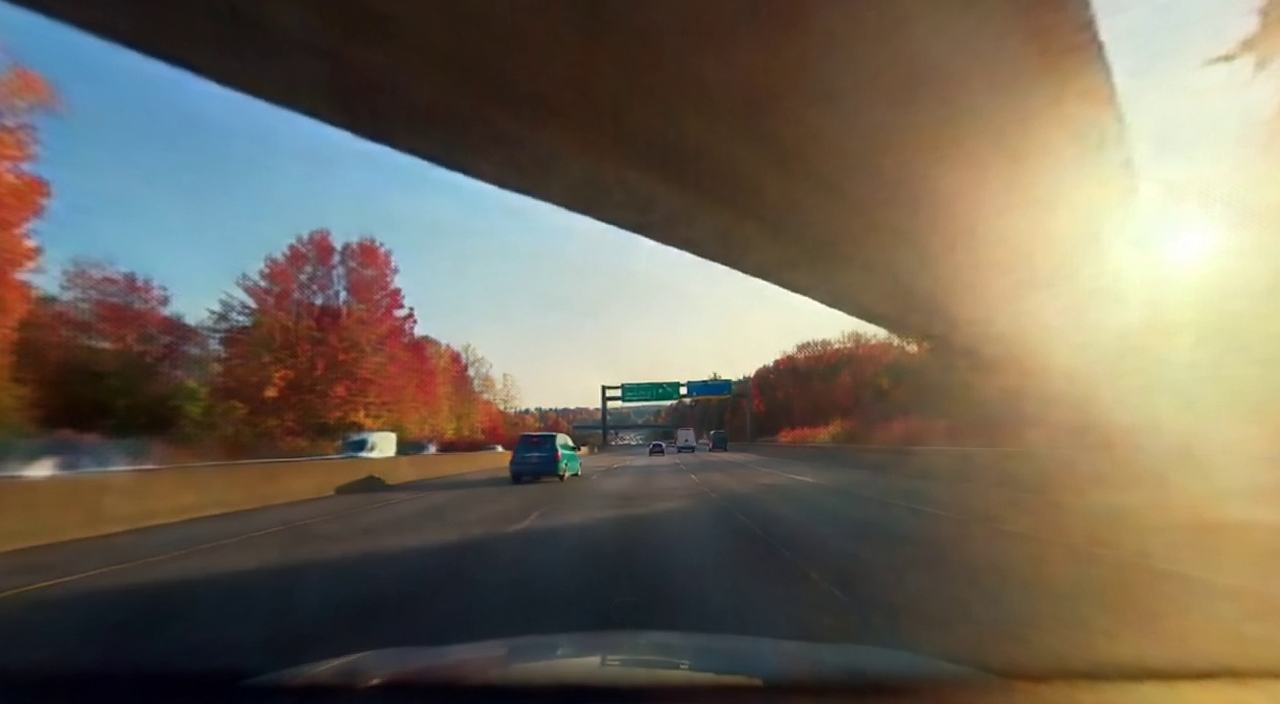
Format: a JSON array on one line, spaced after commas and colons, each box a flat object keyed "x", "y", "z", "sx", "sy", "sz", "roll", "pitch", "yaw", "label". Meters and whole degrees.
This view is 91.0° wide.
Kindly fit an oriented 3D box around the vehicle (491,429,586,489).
[{"x": -3.107, "y": 3.395, "z": 20.309, "sx": 2.177, "sy": 1.707, "sz": 4.432, "roll": 0, "pitch": -8, "yaw": 2, "label": "vehicle"}]

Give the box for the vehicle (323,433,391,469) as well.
[{"x": -22.128, "y": 7.773, "z": 49.495, "sx": 2.310, "sy": 2.609, "sz": 5.912, "roll": -1, "pitch": -8, "yaw": 3, "label": "vehicle"}]
